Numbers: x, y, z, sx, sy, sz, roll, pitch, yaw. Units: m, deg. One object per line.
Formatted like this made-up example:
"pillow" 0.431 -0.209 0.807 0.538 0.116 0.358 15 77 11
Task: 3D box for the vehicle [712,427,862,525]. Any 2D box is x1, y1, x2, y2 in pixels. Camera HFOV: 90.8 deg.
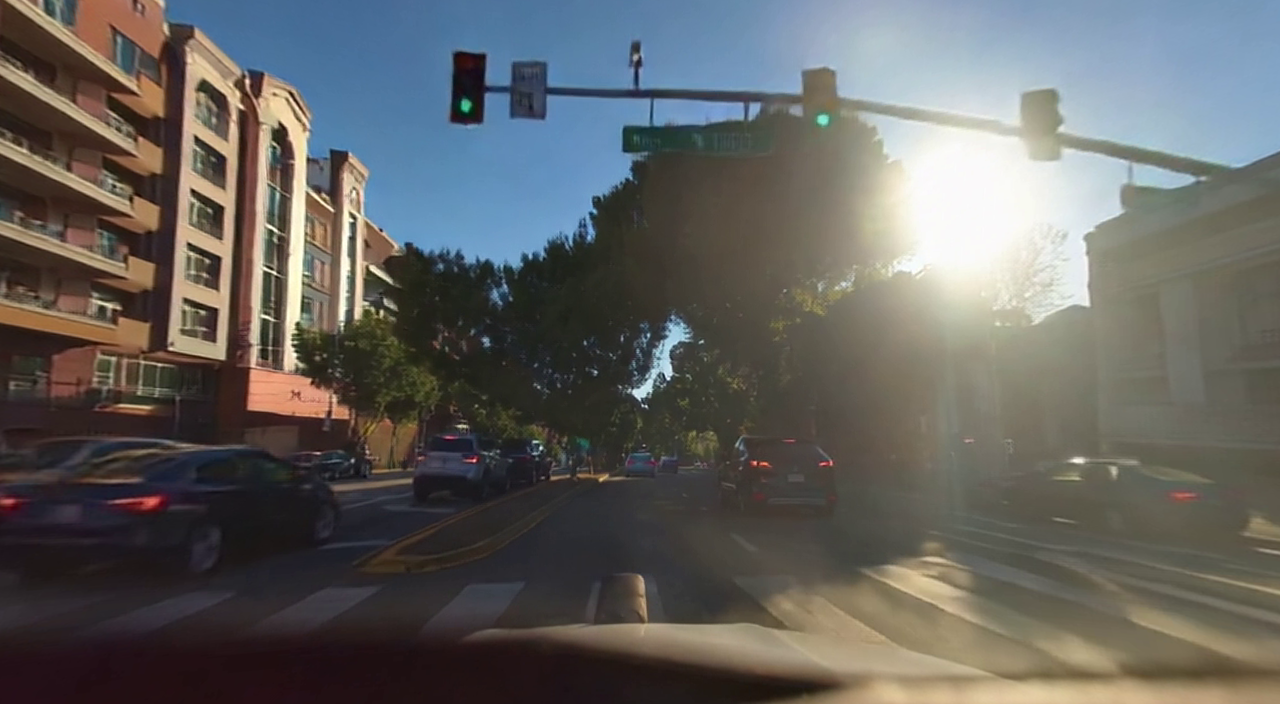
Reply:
"vehicle" 3.088 2.715 14.482 2.129 1.844 4.767 0 -8 -2

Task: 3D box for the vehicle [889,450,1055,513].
"vehicle" 8.976 3.507 17.692 1.953 1.455 4.883 0 -8 -1

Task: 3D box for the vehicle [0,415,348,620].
"vehicle" -5.514 1.672 7.267 2.062 1.532 4.830 -2 -9 0

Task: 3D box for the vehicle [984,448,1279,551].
"vehicle" 9.068 2.640 12.238 1.962 1.542 4.999 0 -8 0

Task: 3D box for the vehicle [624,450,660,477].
"vehicle" 0.075 6.833 38.971 2.059 1.492 4.033 0 -8 -2

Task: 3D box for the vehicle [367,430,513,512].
"vehicle" -4.995 3.049 16.729 2.275 1.816 4.923 0 -8 -1
